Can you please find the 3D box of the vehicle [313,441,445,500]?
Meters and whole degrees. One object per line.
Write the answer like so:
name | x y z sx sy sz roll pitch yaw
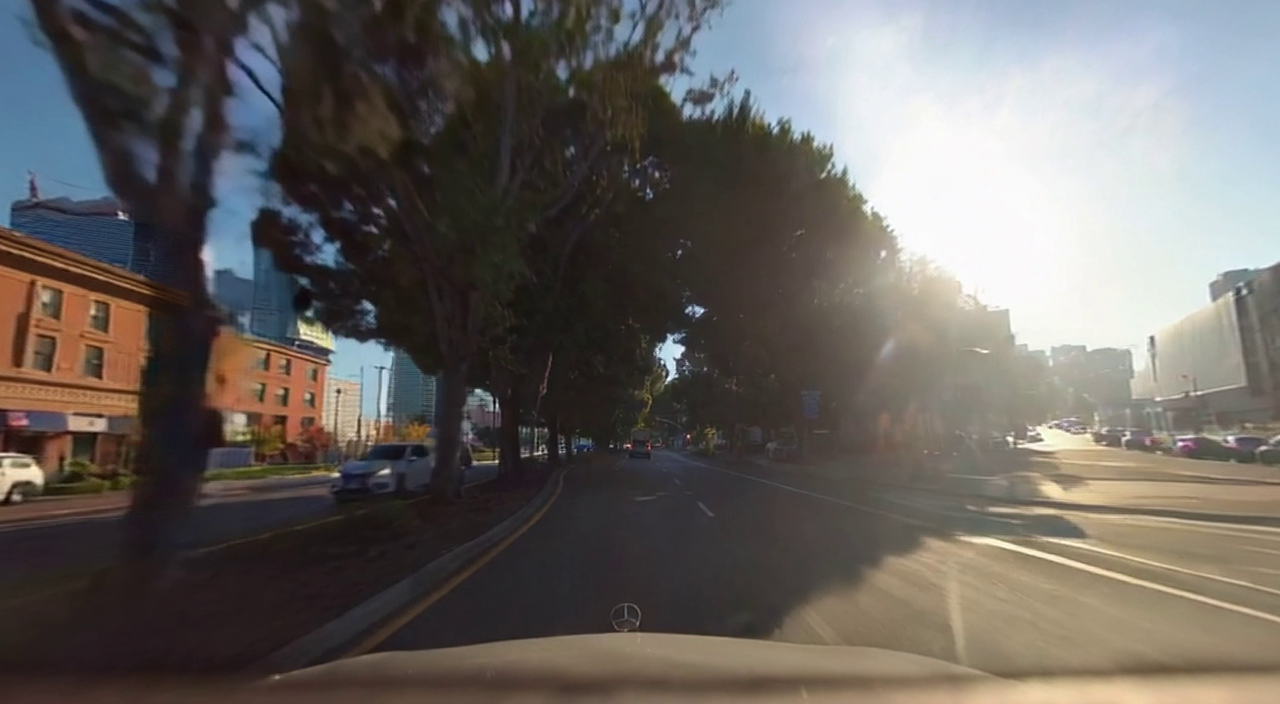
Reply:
vehicle | -7.416 3.404 18.541 1.999 1.478 4.441 -1 -9 0

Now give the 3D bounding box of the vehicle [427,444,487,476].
vehicle | -11.016 6.514 38.353 2.112 1.809 4.921 -1 -9 1

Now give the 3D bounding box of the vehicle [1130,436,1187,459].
vehicle | 38.424 7.084 46.894 1.825 1.627 4.293 -4 -9 20
